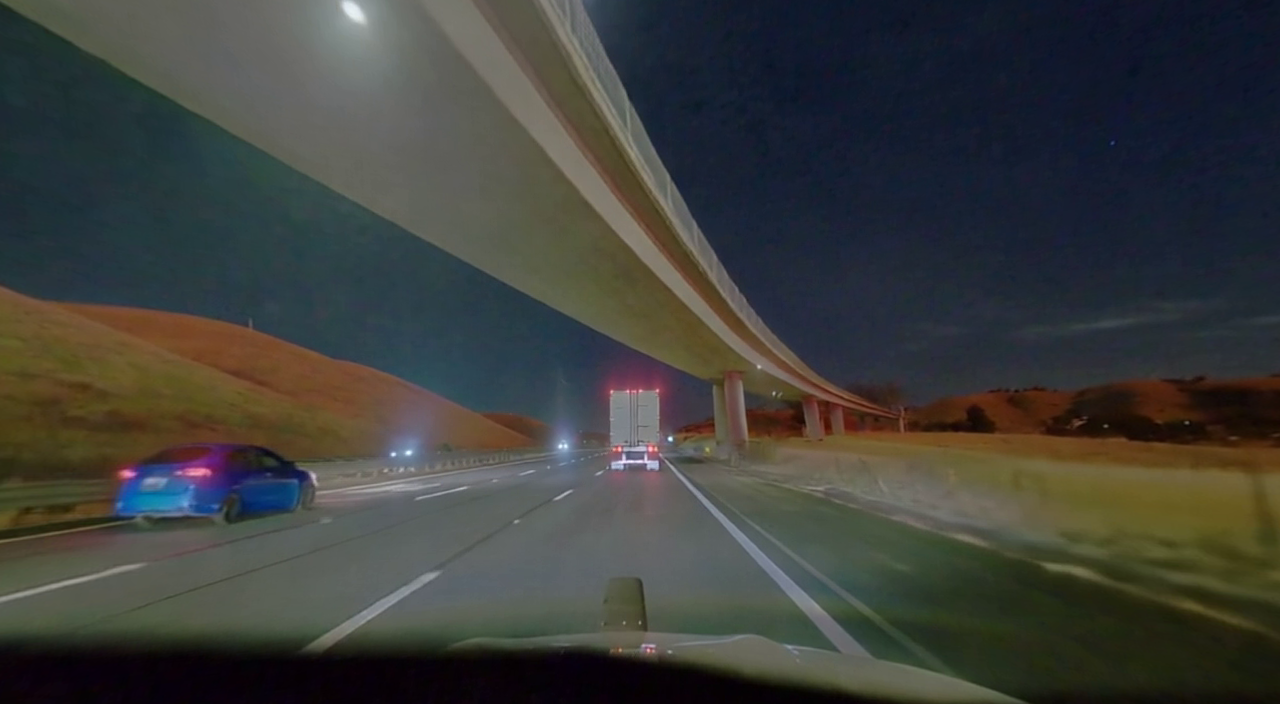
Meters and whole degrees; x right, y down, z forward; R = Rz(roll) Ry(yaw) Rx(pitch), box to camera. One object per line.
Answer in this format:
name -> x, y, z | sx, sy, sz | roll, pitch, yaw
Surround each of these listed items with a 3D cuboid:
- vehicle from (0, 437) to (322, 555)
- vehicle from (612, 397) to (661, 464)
vehicle -> -7.527, 2.202, 10.482 | 2.078, 1.496, 4.563 | 0, -8, 1
vehicle -> -0.161, 5.494, 43.249 | 2.866, 4.014, 11.261 | 0, -8, 1
